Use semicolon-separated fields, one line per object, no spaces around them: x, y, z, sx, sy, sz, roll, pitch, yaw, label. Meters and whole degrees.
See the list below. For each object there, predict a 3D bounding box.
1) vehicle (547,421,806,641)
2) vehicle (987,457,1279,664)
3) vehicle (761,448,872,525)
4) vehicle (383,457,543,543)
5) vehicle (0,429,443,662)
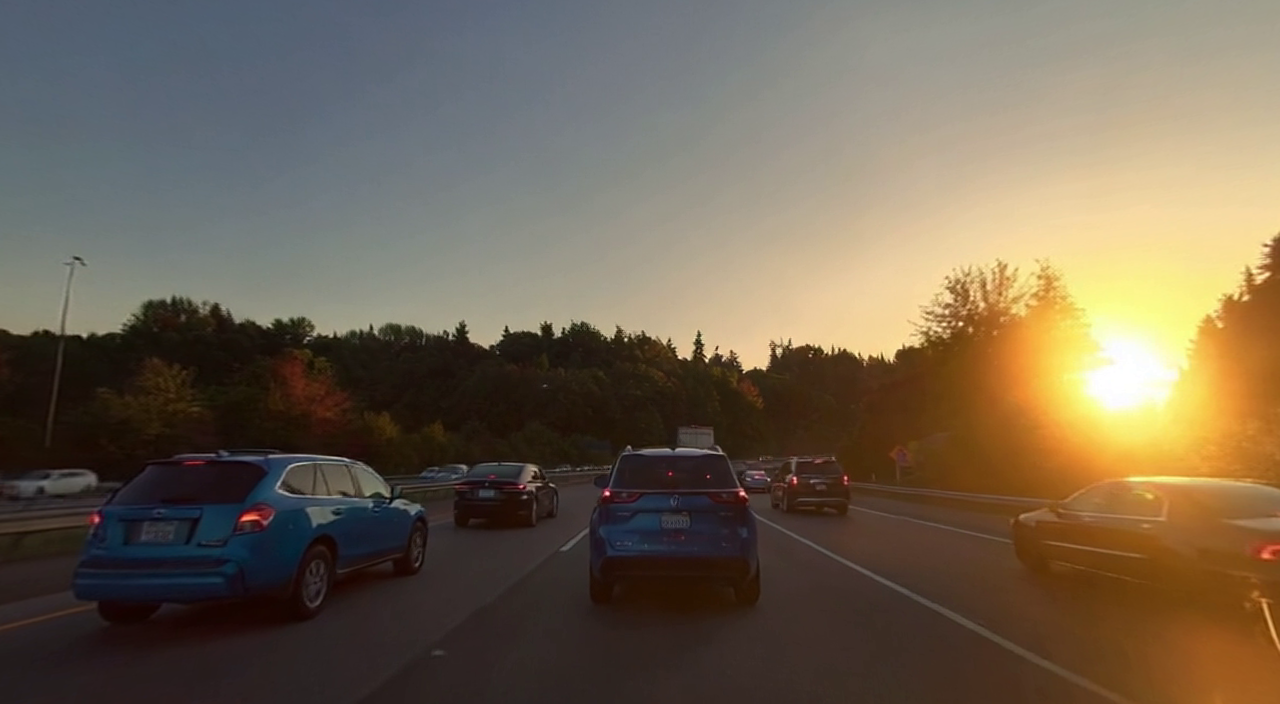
0.306;1.818;7.201;2.057;1.725;4.126;1;-11;0;vehicle
5.500;1.772;5.993;1.919;1.437;4.436;1;-11;1;vehicle
4.877;3.802;18.111;1.984;1.876;4.287;0;-11;1;vehicle
-3.558;3.098;13.713;1.960;1.502;4.593;0;-11;2;vehicle
-3.798;1.723;6.540;1.994;1.556;4.263;0;-11;1;vehicle
